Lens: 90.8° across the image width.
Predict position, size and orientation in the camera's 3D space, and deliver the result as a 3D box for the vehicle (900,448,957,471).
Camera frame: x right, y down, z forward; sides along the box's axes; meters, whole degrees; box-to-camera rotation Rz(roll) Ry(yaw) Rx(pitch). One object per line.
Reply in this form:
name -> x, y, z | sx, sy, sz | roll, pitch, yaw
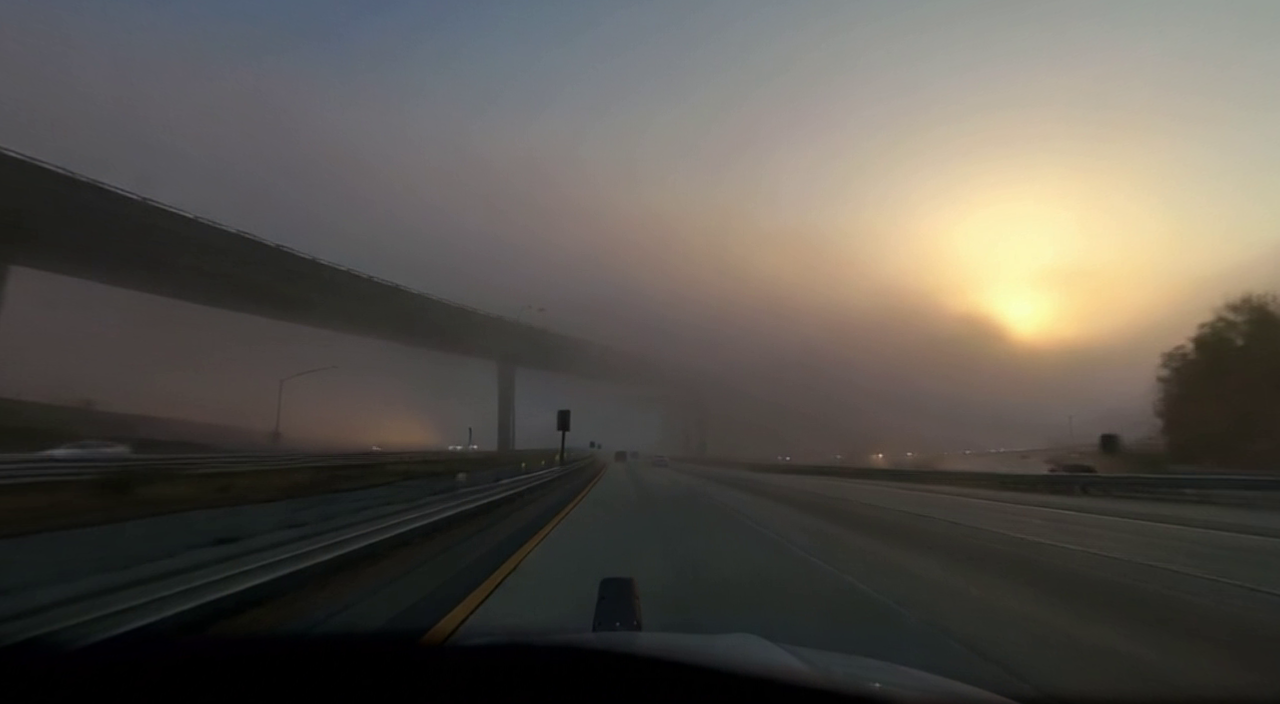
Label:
vehicle -> 20.103, 7.474, 44.196 | 1.885, 1.510, 4.372 | 0, -9, -1
